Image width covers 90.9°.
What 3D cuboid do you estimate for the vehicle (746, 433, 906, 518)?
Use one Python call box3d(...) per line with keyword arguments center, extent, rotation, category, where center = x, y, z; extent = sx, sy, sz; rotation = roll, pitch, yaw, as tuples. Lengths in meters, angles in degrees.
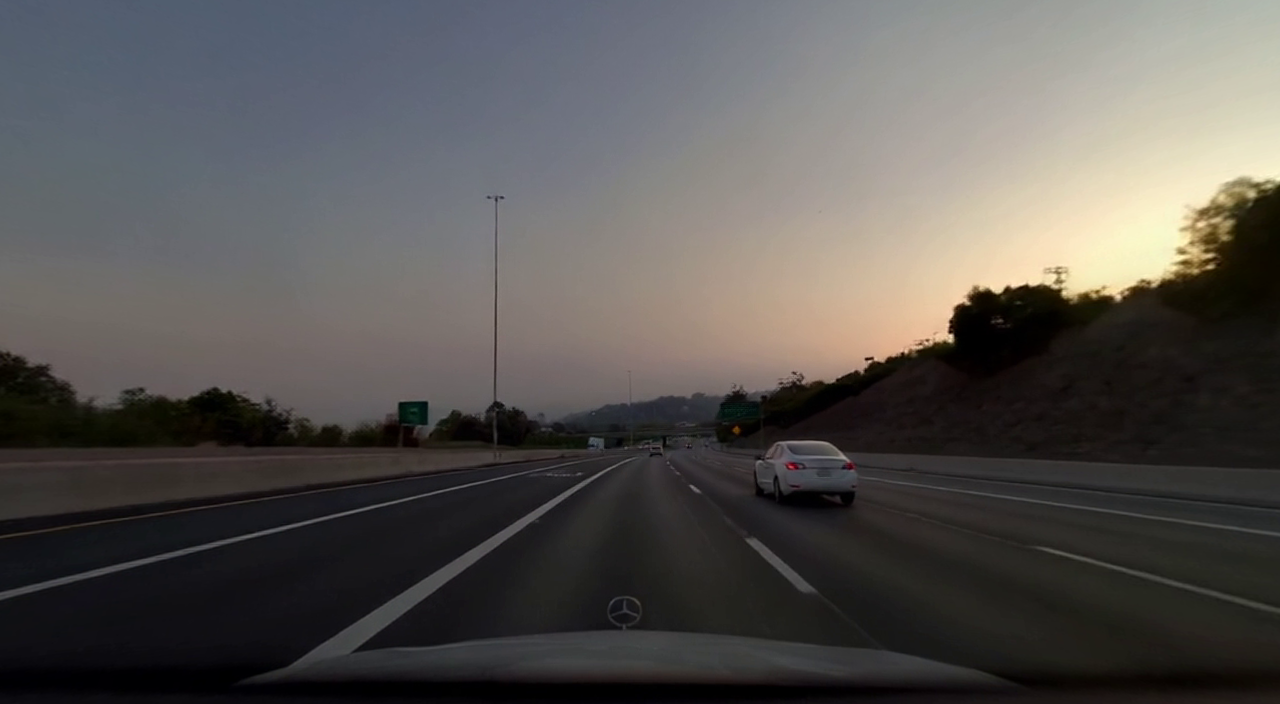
box3d(center=(3.693, 2.551, 13.565), extent=(1.999, 1.492, 4.673), rotation=(0, -9, 0), category="vehicle")
